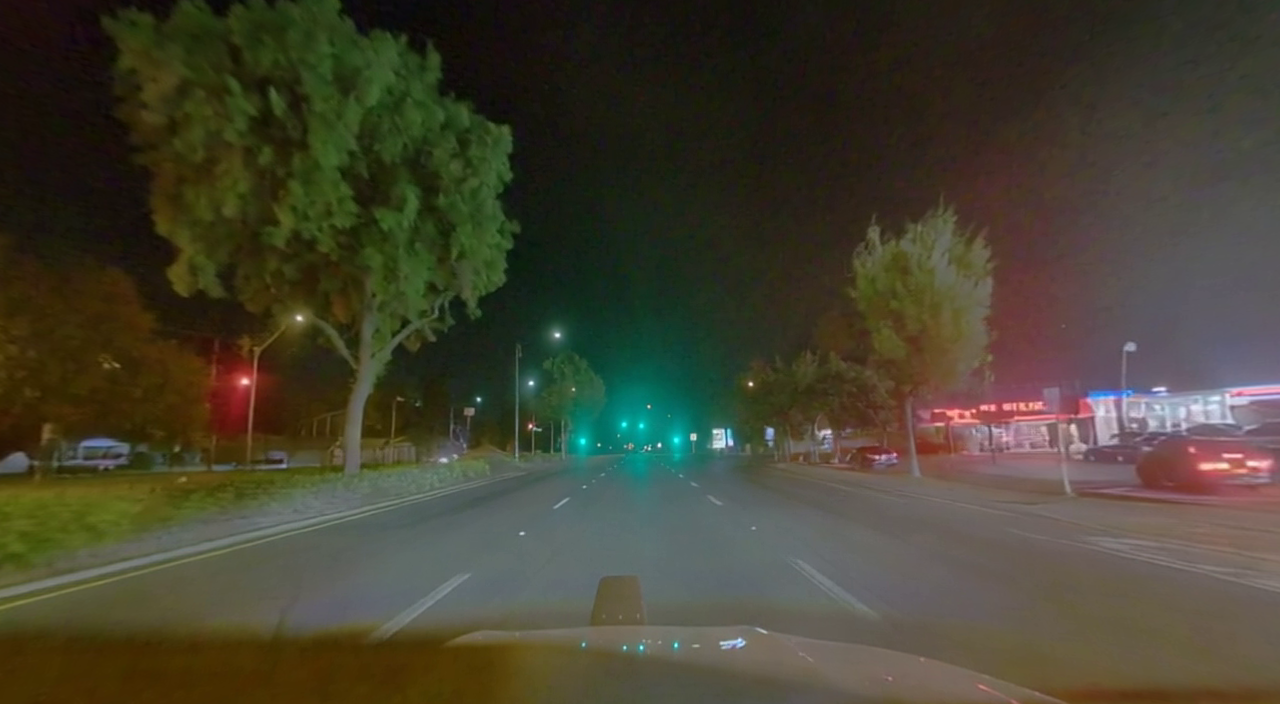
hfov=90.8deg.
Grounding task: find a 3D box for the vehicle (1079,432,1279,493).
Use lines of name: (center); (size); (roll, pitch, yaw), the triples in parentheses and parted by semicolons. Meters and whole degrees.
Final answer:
vehicle: (14.905, 3.052, 17.774); (1.920, 1.471, 4.516); (0, -8, 1)
